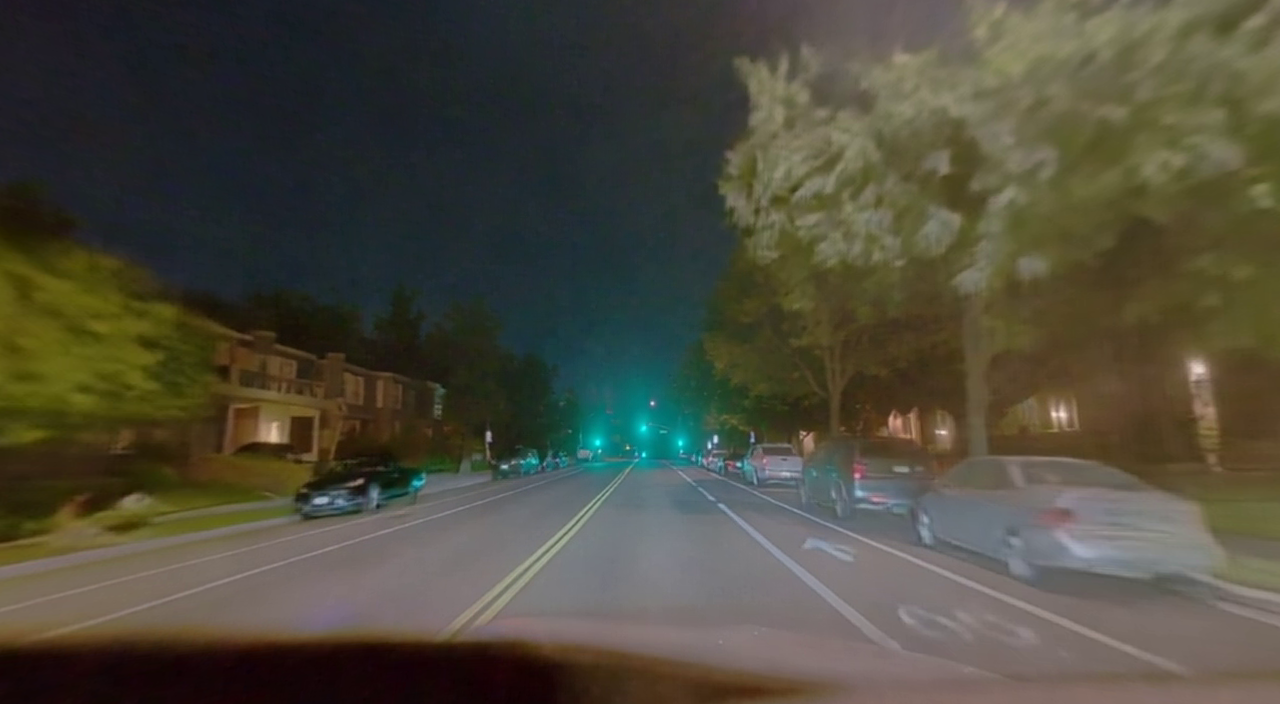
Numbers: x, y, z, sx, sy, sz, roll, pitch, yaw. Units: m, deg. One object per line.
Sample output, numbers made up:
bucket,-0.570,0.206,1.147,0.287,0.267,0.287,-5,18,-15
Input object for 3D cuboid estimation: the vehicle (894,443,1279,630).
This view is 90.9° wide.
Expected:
vehicle,4.699,1.788,7.248,1.704,1.445,4.492,0,-8,0

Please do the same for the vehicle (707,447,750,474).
vehicle,5.155,6.395,37.386,2.048,1.469,4.673,0,-8,2

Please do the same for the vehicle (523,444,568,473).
vehicle,-6.504,7.401,44.018,2.218,1.807,5.032,-2,-8,2

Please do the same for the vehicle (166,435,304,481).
vehicle,-18.071,4.704,28.235,4.886,1.936,2.108,-1,-8,8

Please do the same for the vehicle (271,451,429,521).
vehicle,-7.211,3.348,16.314,1.903,1.463,4.526,-1,-8,1

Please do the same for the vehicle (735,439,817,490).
vehicle,5.042,4.237,24.117,2.137,1.747,4.797,0,-8,1

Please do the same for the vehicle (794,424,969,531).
vehicle,4.741,2.504,13.241,2.089,1.831,4.492,-1,-8,3

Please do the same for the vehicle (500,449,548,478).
vehicle,-6.932,6.709,38.180,1.971,1.479,4.307,-1,-8,2
